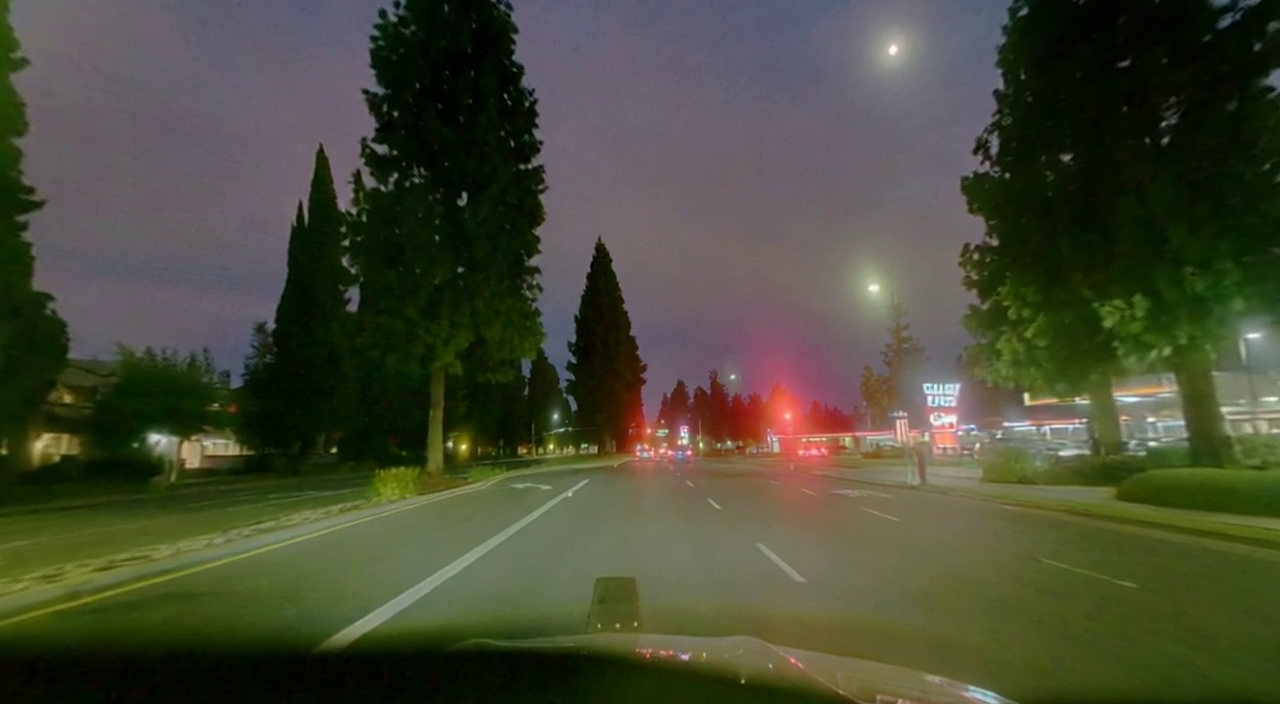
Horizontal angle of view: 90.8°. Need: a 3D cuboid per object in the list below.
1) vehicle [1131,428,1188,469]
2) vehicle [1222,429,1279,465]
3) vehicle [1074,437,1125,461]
[{"bbox_3d":[31.950,5.919,38.981,2.229,2.281,5.488,-4,-9,35],"label":"vehicle"},{"bbox_3d":[37.916,5.769,38.375,2.049,2.036,5.107,-2,-8,23],"label":"vehicle"},{"bbox_3d":[31.999,6.744,44.122,2.133,1.584,4.842,-4,-9,28],"label":"vehicle"}]
